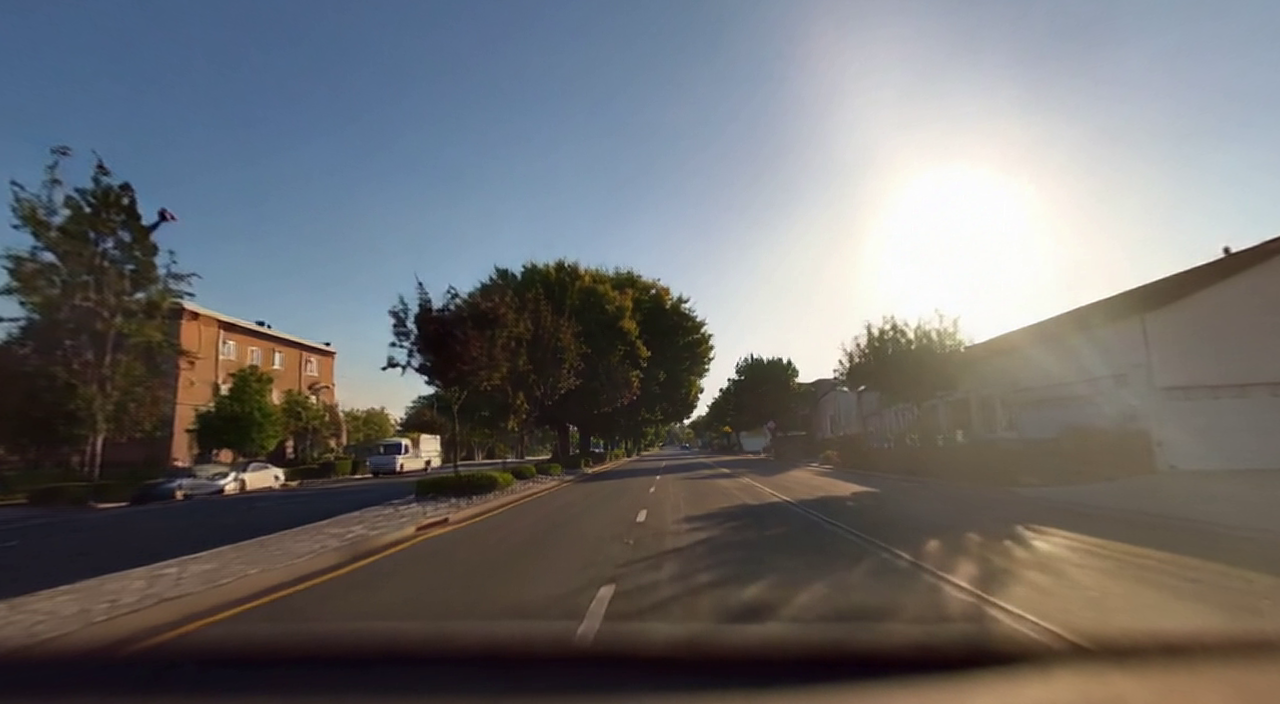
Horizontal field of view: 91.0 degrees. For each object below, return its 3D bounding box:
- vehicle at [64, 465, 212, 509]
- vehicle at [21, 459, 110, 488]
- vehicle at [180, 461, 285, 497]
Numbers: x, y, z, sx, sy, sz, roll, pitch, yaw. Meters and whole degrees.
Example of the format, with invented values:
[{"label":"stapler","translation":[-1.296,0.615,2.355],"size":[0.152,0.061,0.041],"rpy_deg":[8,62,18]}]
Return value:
[{"label":"vehicle","translation":[-19.776,5.314,25.113],"size":[1.929,1.393,4.611],"rpy_deg":[0,-8,4]},{"label":"vehicle","translation":[-32.138,6.794,35.310],"size":[1.548,1.426,3.591],"rpy_deg":[-3,-10,1]},{"label":"vehicle","translation":[-19.547,6.081,30.452],"size":[1.820,1.459,4.559],"rpy_deg":[0,-8,3]}]
